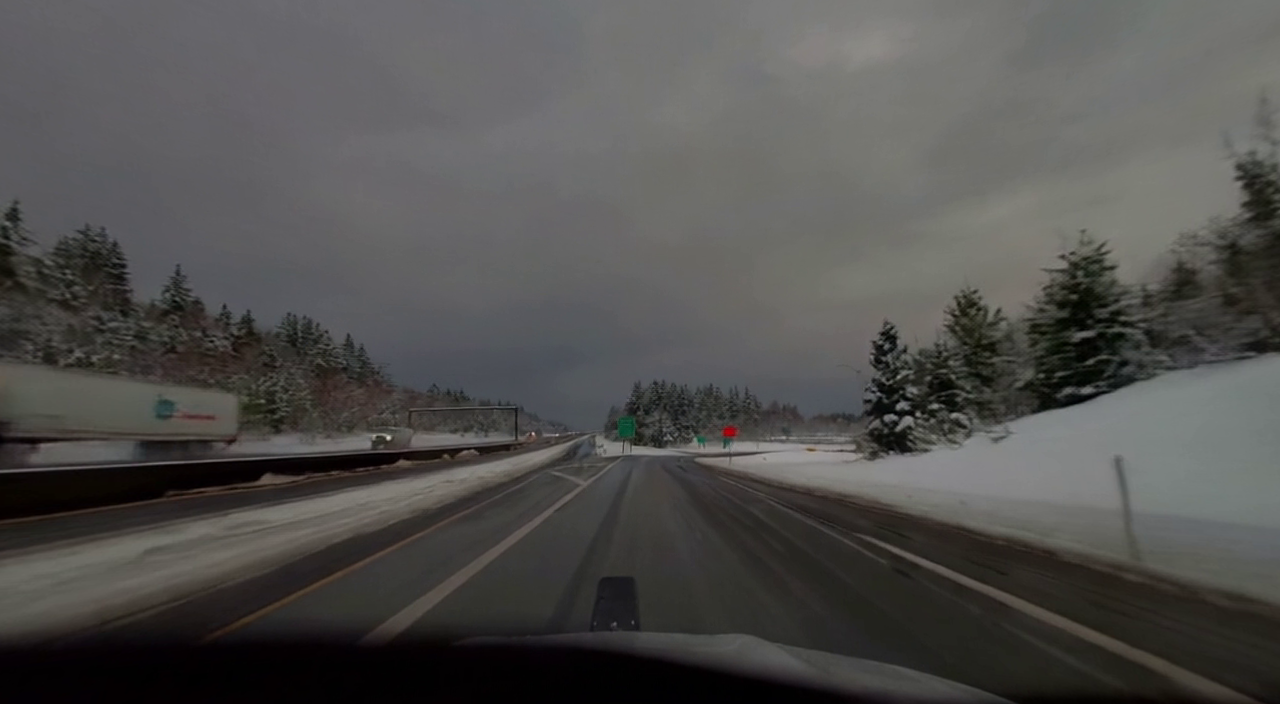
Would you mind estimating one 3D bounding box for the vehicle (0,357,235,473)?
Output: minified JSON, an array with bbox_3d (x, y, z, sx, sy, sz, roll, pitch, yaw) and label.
[{"bbox_3d":[-24.045,3.145,28.428,2.851,3.983,14.254,0,-8,-3],"label":"vehicle"}]
